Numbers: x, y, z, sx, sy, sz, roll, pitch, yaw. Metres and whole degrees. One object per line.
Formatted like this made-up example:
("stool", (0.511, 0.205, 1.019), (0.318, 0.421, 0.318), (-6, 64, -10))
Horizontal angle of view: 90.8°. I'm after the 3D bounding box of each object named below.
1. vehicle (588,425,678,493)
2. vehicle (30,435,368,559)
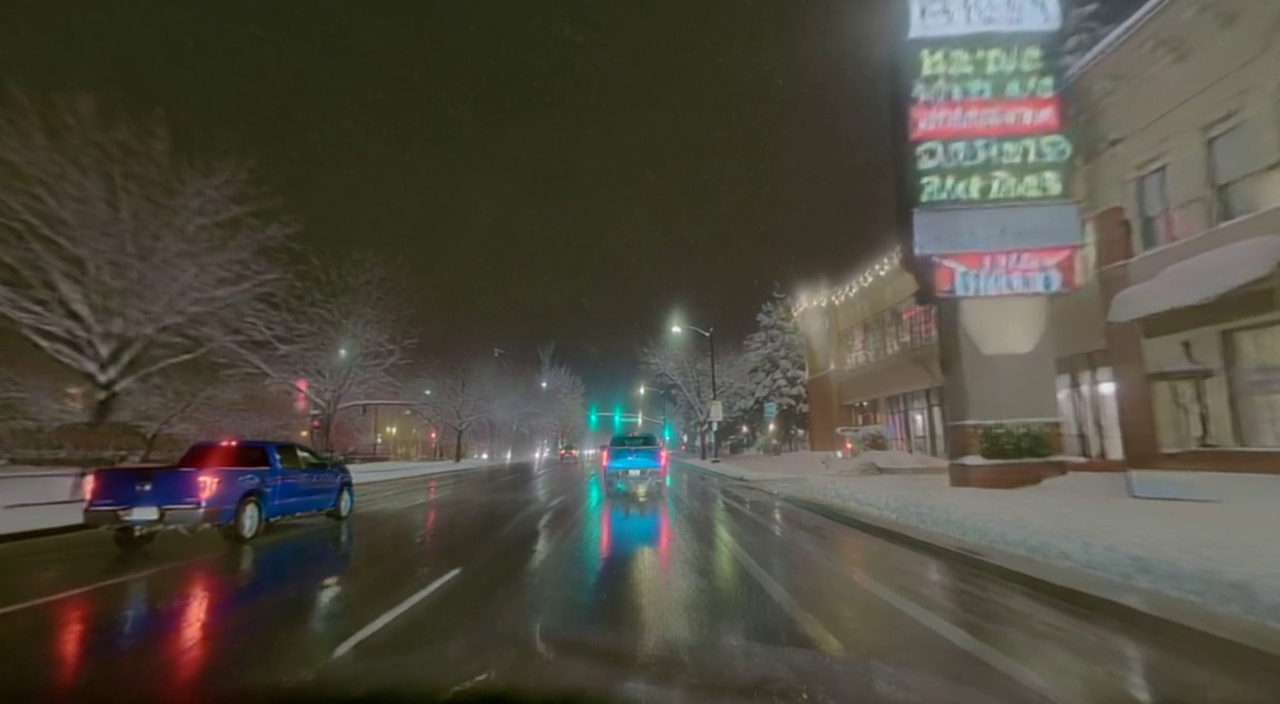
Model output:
("vehicle", (-0.249, 3.508, 21.153), (2.590, 1.932, 5.776), (0, -8, -1))
("vehicle", (-6.152, 2.040, 9.714), (1.888, 1.424, 4.553), (0, -8, 1))
